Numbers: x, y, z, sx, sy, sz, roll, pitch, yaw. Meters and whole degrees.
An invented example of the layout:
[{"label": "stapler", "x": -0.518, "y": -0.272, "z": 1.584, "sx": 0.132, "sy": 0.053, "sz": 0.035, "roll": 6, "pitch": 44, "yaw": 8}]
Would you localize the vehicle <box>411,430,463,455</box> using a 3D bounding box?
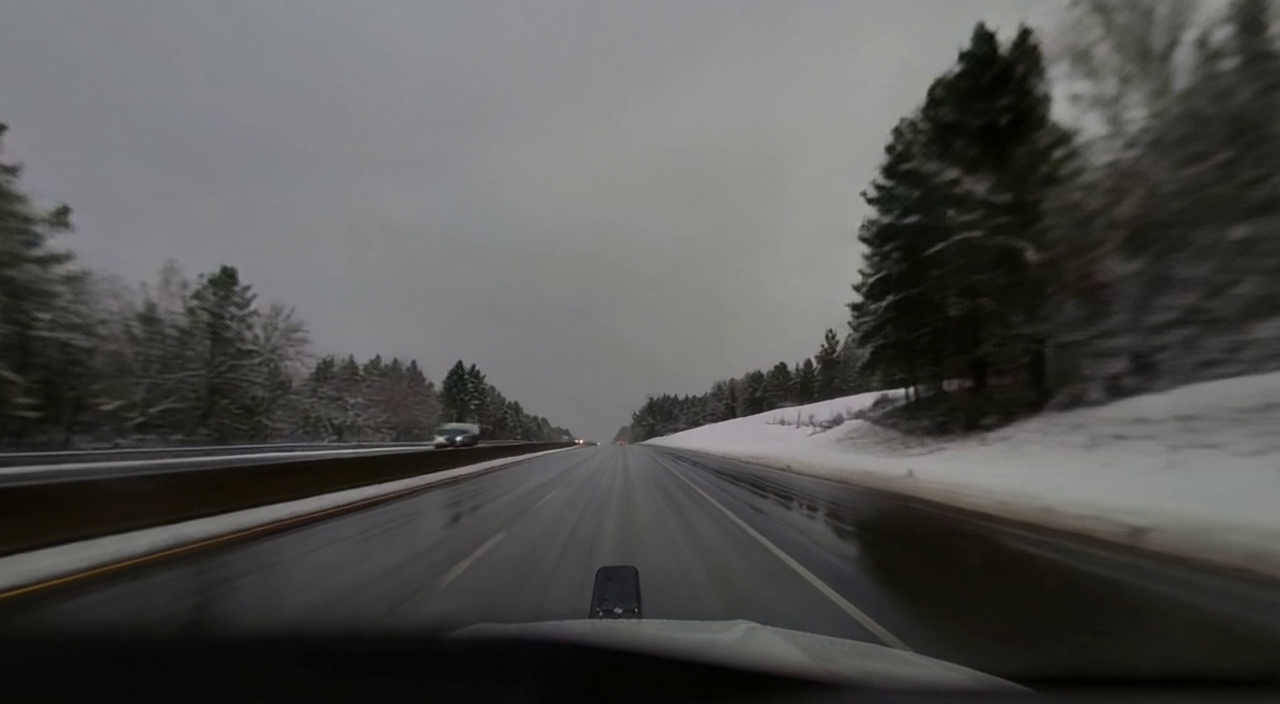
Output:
[{"label": "vehicle", "x": -15.375, "y": 6.858, "z": 47.924, "sx": 2.449, "sy": 1.764, "sz": 4.695, "roll": 0, "pitch": -8, "yaw": -1}]
